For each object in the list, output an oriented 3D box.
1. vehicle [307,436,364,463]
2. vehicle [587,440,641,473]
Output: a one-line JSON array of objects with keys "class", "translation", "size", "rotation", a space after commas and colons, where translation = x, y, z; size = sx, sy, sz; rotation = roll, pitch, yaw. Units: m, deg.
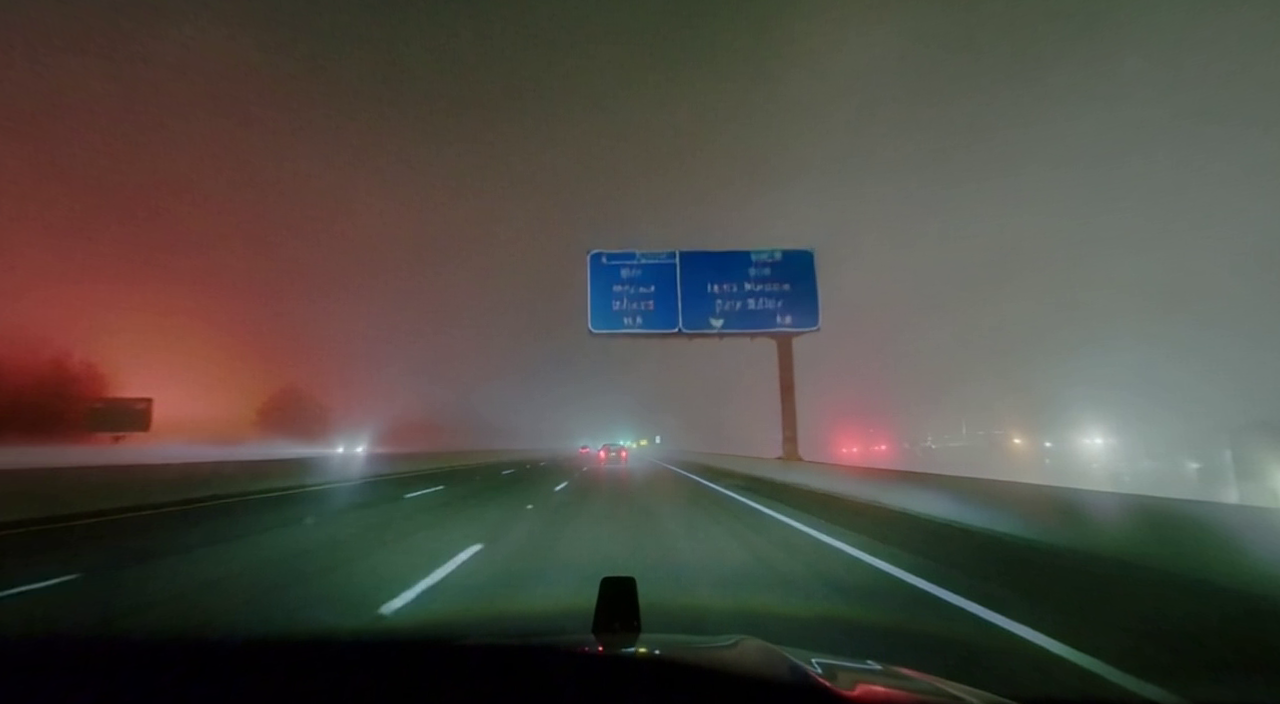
[{"class": "vehicle", "translation": [-19.418, 6.245, 40.204], "size": [1.950, 1.575, 4.284], "rotation": [1, -9, -7]}, {"class": "vehicle", "translation": [-1.226, 5.207, 31.414], "size": [2.055, 1.509, 4.255], "rotation": [-2, -9, 7]}]
